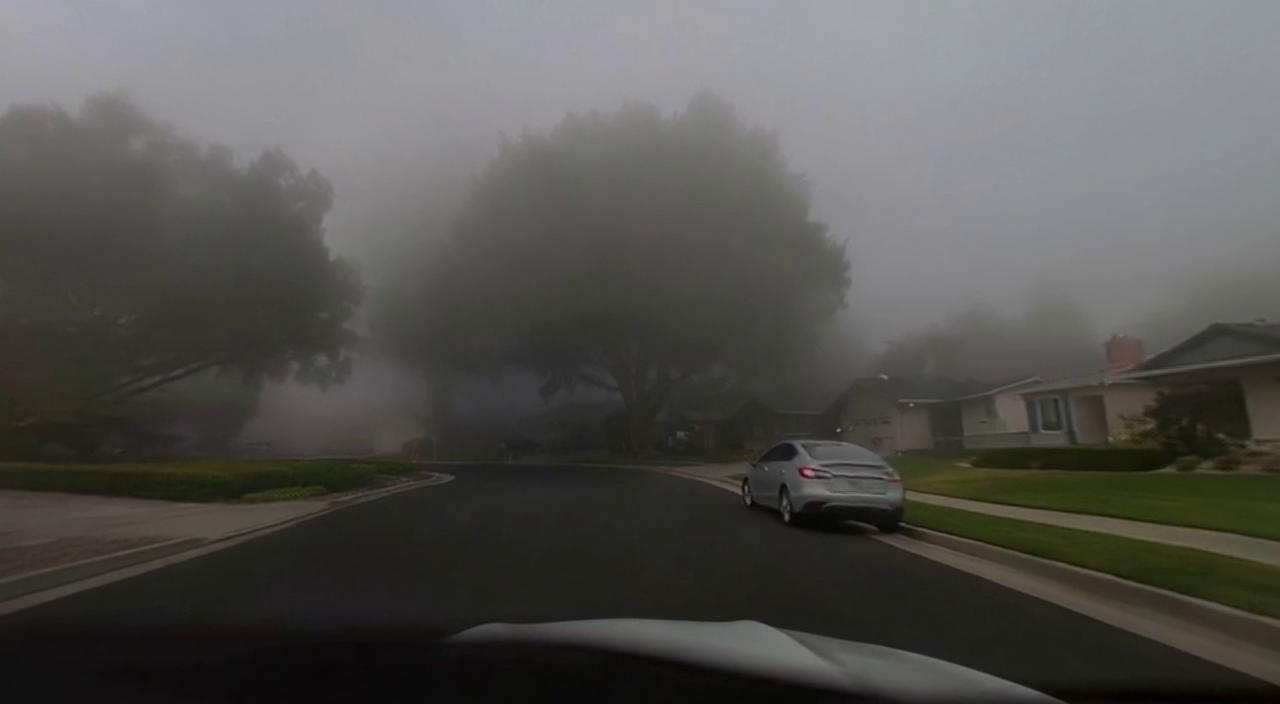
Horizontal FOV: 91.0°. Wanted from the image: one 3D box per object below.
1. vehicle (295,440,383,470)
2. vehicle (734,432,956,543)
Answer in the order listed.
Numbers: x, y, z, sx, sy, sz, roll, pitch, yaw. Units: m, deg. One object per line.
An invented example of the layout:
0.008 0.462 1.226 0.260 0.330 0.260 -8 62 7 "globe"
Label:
-18.064 6.176 37.835 4.330 1.657 2.037 -2 -9 14 "vehicle"
3.159 2.189 10.969 1.998 1.489 4.722 0 -8 -4 "vehicle"
